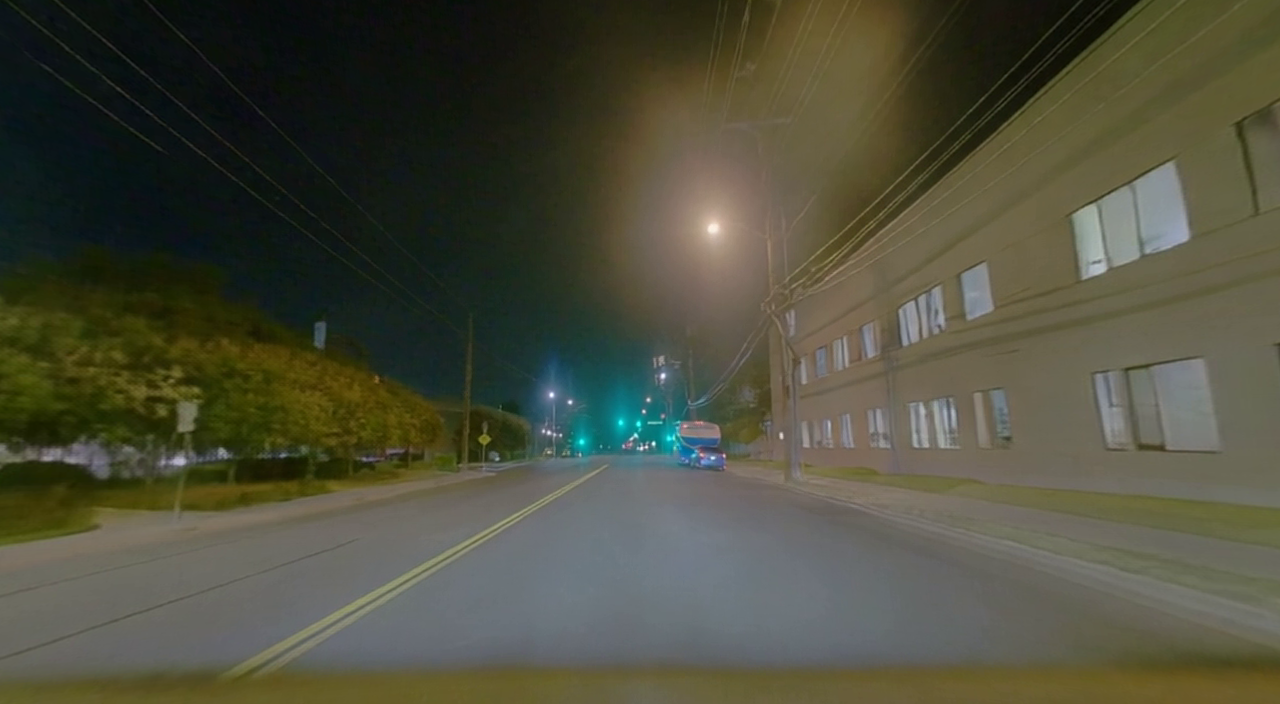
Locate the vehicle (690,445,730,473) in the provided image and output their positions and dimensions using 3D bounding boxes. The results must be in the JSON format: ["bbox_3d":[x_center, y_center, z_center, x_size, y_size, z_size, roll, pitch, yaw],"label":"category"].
[{"bbox_3d":[4.227,6.478,38.440,1.852,1.497,3.672,-2,-8,-2],"label":"vehicle"}]

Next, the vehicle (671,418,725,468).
[{"bbox_3d":[4.033,6.658,45.955,3.110,3.241,8.788,0,-9,0],"label":"vehicle"}]
